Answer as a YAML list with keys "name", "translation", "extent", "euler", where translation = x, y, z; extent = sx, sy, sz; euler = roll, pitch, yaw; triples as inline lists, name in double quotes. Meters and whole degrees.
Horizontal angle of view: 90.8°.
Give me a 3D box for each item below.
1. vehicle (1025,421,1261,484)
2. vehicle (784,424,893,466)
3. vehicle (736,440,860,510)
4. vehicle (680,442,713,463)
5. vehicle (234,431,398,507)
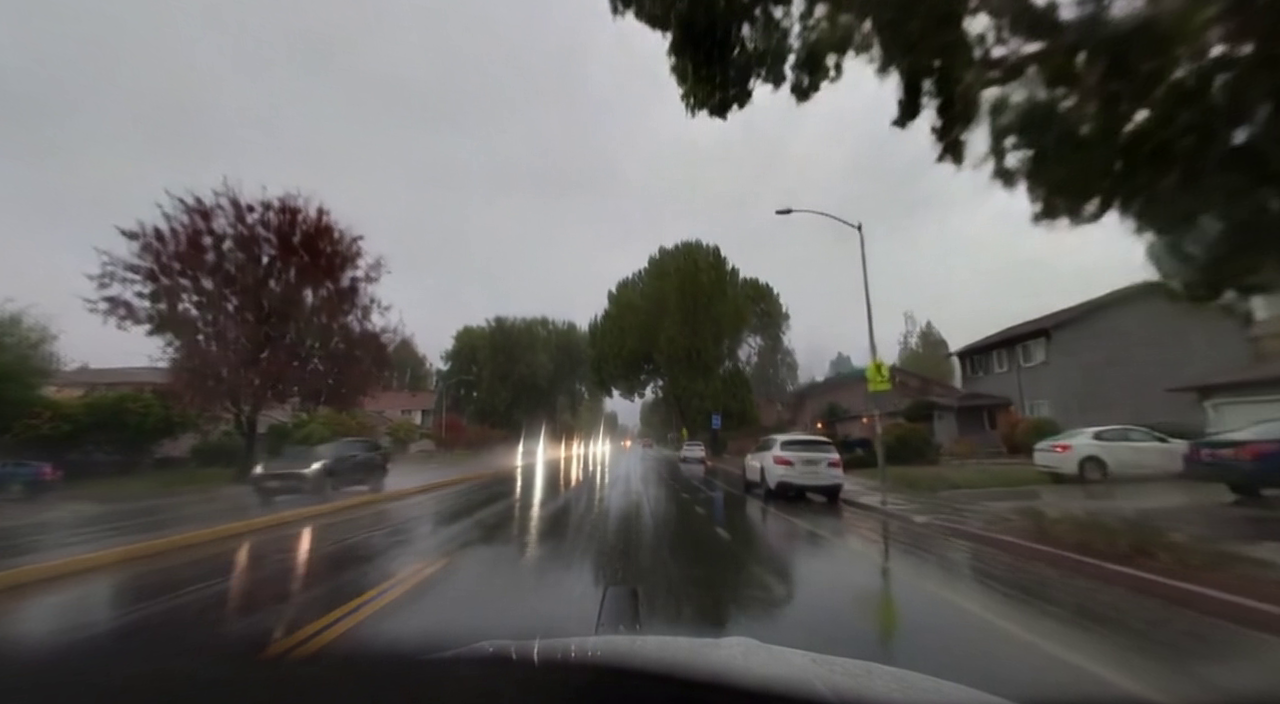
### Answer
- name: "vehicle"
  translation: [12.388, 2.492, 15.790]
  extent: [4.264, 1.445, 1.900]
  euler: [0, -8, -1]
- name: "vehicle"
  translation: [10.602, 5.042, 34.067]
  extent: [4.964, 1.739, 2.184]
  euler: [-5, -10, -2]
- name: "vehicle"
  translation: [3.826, 3.043, 16.224]
  extent: [1.991, 1.500, 4.562]
  euler: [0, -8, 0]
- name: "vehicle"
  translation: [4.189, 7.556, 47.615]
  extent: [2.011, 1.458, 4.633]
  euler: [0, -8, -1]
- name: "vehicle"
  translation: [-8.394, 3.034, 16.923]
  extent: [2.090, 1.748, 4.345]
  euler: [0, -8, -1]
